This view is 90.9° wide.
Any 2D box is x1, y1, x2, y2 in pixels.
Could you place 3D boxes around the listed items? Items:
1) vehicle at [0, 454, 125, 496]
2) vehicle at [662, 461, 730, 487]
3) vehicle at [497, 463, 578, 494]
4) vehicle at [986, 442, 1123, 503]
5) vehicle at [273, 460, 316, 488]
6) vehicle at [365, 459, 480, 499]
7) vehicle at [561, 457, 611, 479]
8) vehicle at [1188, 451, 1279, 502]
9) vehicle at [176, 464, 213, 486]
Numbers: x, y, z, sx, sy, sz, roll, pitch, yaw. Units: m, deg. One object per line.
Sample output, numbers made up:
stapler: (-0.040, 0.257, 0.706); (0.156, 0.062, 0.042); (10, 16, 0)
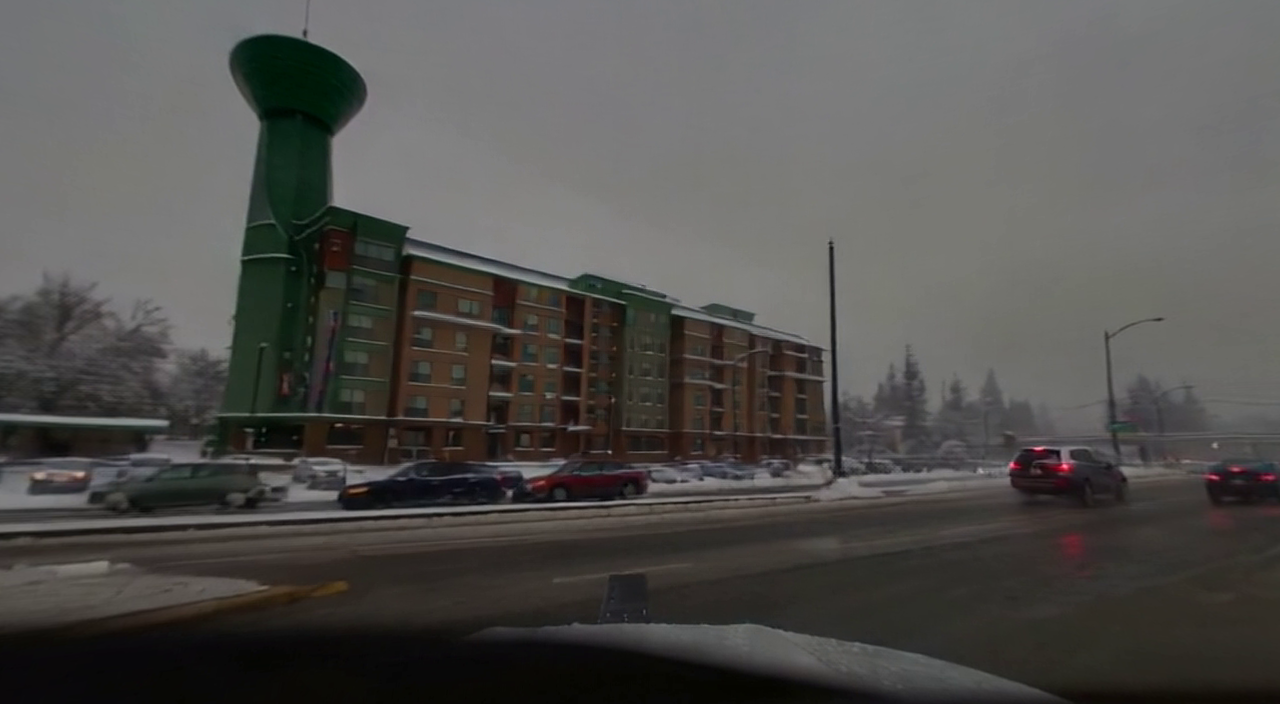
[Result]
vehicle: (-29.569, 6.181, 31.934); (4.920, 1.956, 1.865); (2, -9, -12)
vehicle: (3.908, 8.467, 43.826); (4.604, 1.600, 1.875); (7, -11, -37)
vehicle: (-5.846, 7.211, 36.272); (4.215, 1.575, 1.884); (7, -11, -38)
vehicle: (13.001, 3.691, 19.690); (4.284, 1.692, 2.031); (6, -11, -35)
vehicle: (-20.389, 7.128, 37.084); (1.845, 1.509, 3.855); (5, -10, -32)
vehicle: (-11.065, 6.431, 32.266); (5.127, 1.803, 2.011); (6, -11, -35)
vehicle: (-4.138, 8.762, 47.784); (2.133, 1.494, 4.108); (5, -10, -32)
vehicle: (19.854, 3.932, 20.310); (4.710, 1.444, 2.041); (6, -11, -34)
vehicle: (-33.520, 9.261, 47.522); (1.985, 1.453, 4.100); (5, -10, -32)
